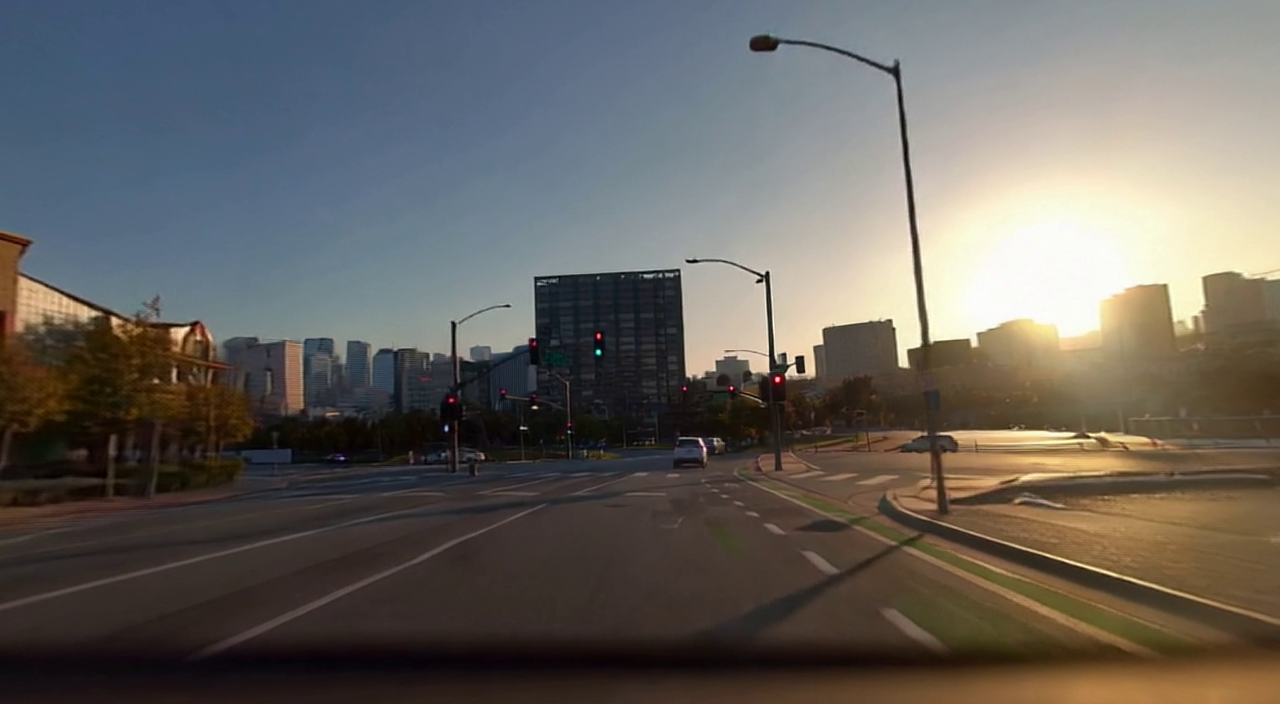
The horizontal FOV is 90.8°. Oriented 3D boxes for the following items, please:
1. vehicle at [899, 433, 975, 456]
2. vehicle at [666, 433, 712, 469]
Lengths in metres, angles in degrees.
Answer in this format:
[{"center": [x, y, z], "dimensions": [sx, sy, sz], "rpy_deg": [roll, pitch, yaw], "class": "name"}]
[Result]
[{"center": [22.300, 6.931, 47.489], "dimensions": [4.952, 1.517, 1.997], "rpy_deg": [-6, -7, 25], "class": "vehicle"}, {"center": [2.725, 5.349, 34.380], "dimensions": [2.230, 1.827, 4.298], "rpy_deg": [-1, -8, 8], "class": "vehicle"}]
